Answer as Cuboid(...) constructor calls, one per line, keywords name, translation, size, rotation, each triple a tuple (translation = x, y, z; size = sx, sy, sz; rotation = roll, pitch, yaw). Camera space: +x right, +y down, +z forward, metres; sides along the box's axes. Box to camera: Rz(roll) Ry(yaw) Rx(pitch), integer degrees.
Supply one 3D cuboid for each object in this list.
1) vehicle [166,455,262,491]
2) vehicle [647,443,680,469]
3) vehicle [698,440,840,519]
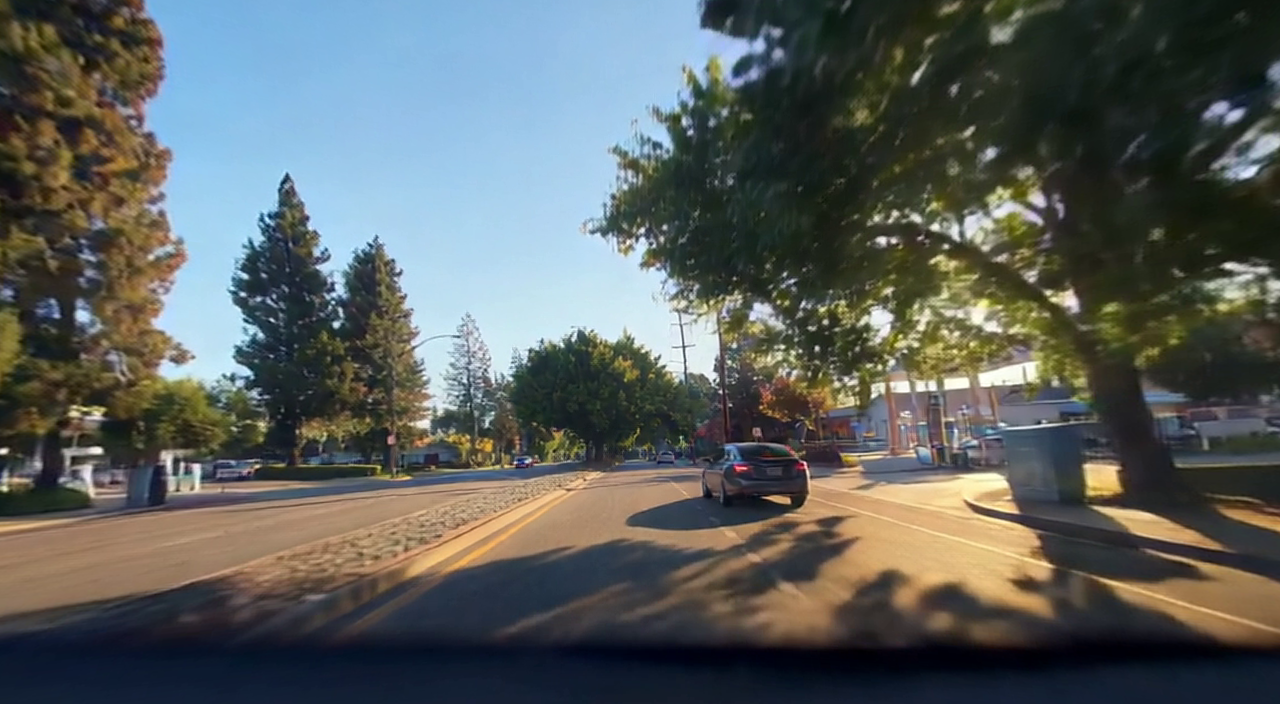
Cuboid(name="vehicle", translation=(-24.552, 6.984, 36.703), size=(2.082, 1.829, 5.094), rotation=(-1, -9, -1))
Cuboid(name="vehicle", translation=(1.710, 7.858, 47.817), size=(2.115, 1.840, 4.777), rotation=(0, -9, -3))
Cuboid(name="vehicle", translation=(2.675, 2.771, 14.289), size=(2.061, 1.475, 4.296), rotation=(0, -9, -3))
